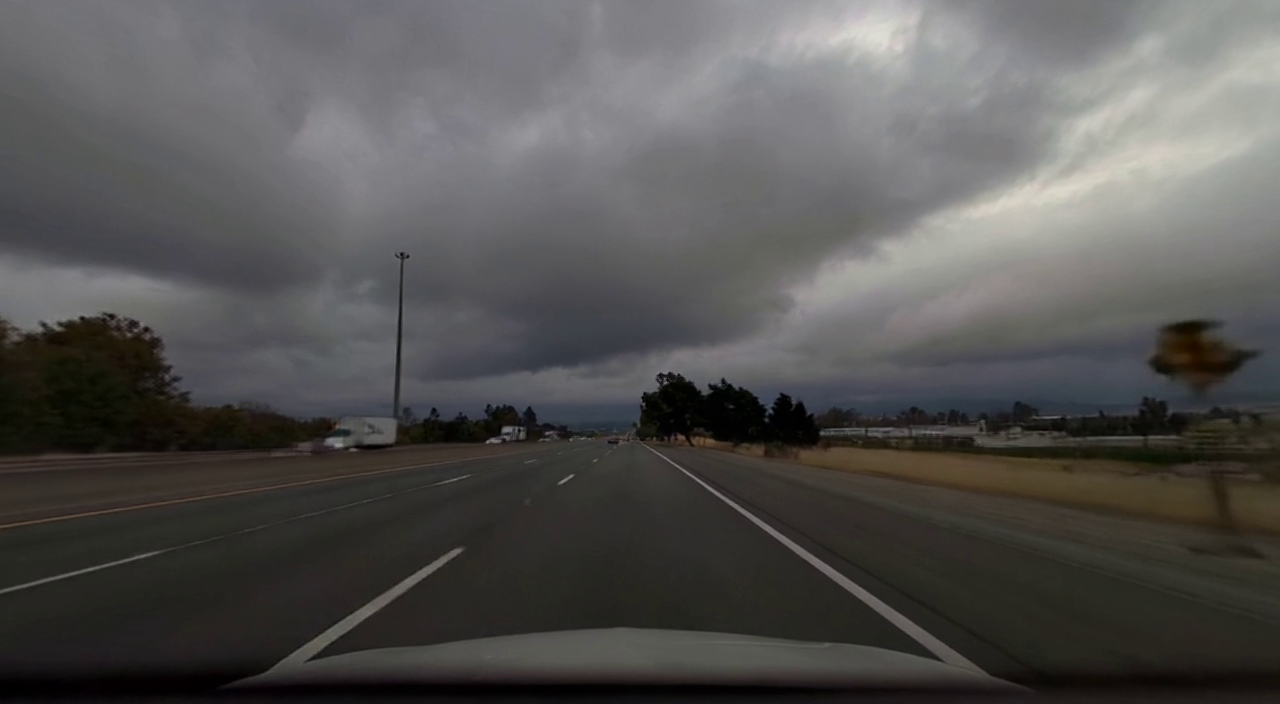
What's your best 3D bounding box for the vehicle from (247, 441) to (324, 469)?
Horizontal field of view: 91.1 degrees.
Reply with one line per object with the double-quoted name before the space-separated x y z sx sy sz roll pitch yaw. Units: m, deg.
"vehicle" -20.371 5.922 36.401 1.885 1.507 4.484 0 -8 -1
